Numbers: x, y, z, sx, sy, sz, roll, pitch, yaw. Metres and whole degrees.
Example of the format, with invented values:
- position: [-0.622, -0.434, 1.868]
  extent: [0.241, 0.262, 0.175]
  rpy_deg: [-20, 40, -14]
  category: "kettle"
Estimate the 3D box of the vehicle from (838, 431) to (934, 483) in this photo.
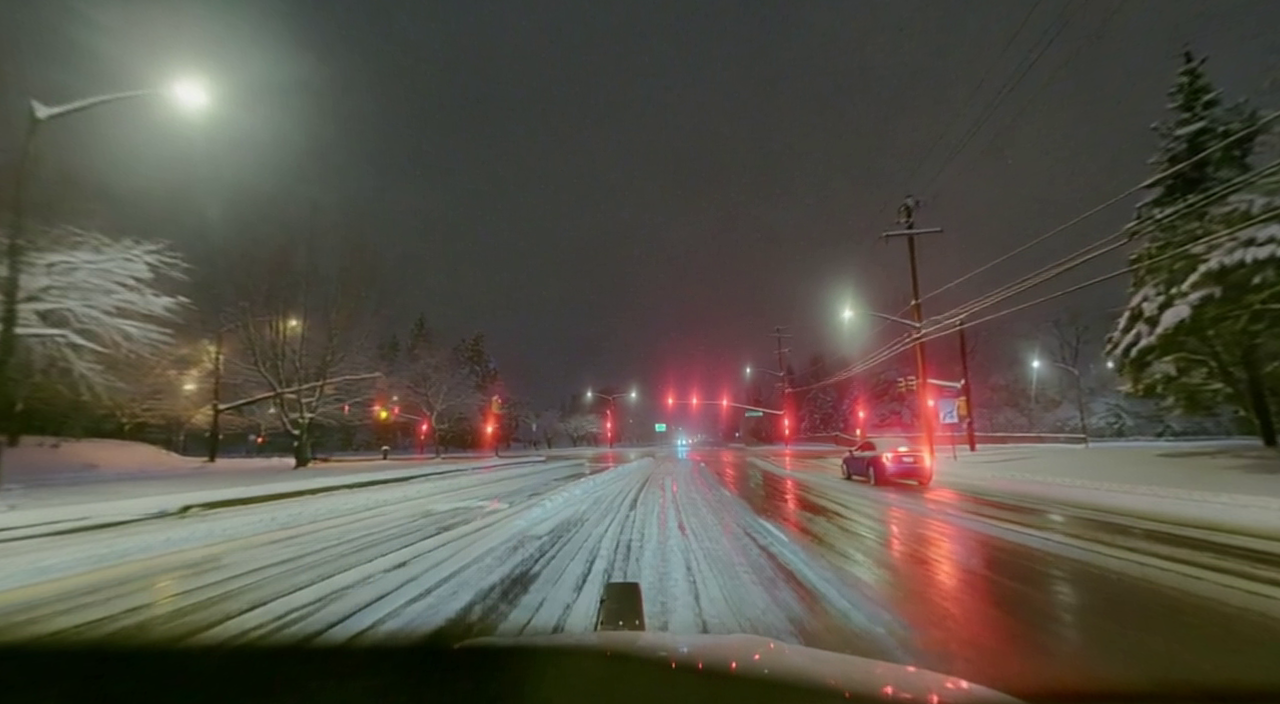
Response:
- position: [8.049, 3.463, 21.057]
  extent: [1.797, 1.544, 3.685]
  rpy_deg: [-1, -9, 2]
  category: "vehicle"
